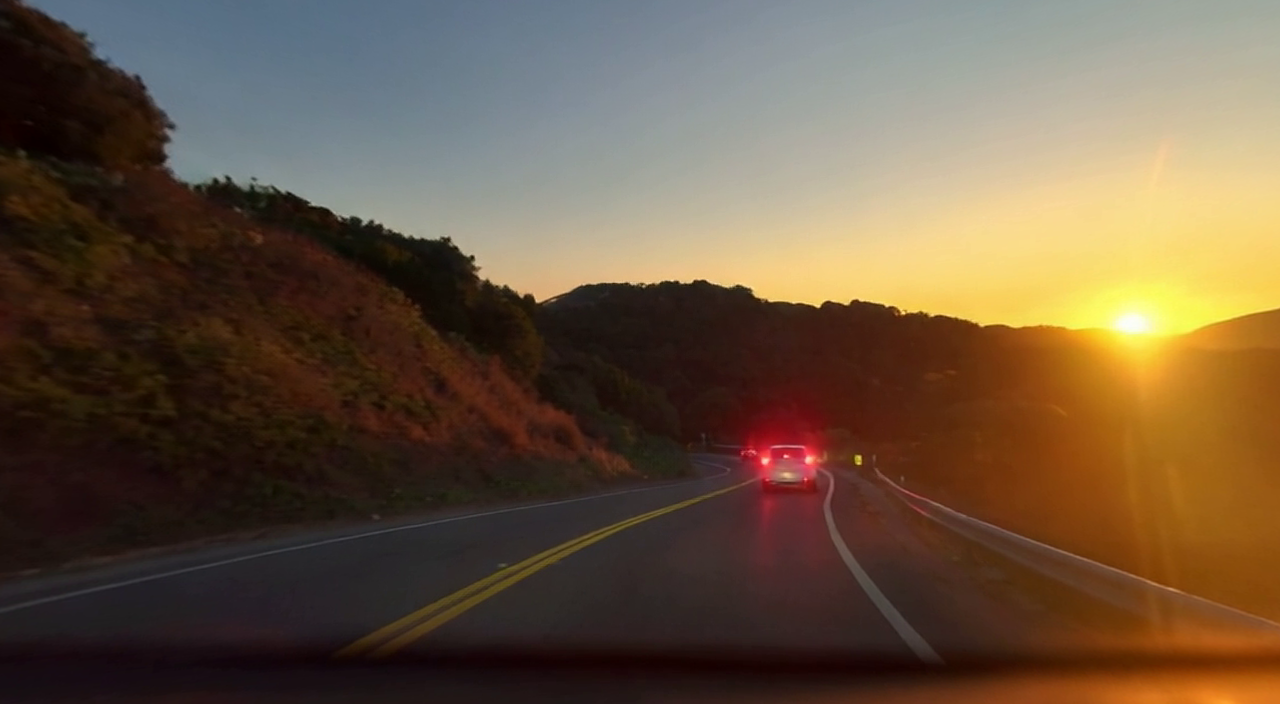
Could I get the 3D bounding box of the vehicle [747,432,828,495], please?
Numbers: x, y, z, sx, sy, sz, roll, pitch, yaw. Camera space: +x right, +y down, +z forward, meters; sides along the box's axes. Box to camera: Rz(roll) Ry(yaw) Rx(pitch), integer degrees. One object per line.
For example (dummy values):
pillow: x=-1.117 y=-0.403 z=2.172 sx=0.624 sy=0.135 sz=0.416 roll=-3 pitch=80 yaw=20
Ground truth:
vehicle: x=5.493 y=3.989 z=23.076 sx=2.500 sy=1.961 sz=5.637 roll=-3 pitch=-9 yaw=15
